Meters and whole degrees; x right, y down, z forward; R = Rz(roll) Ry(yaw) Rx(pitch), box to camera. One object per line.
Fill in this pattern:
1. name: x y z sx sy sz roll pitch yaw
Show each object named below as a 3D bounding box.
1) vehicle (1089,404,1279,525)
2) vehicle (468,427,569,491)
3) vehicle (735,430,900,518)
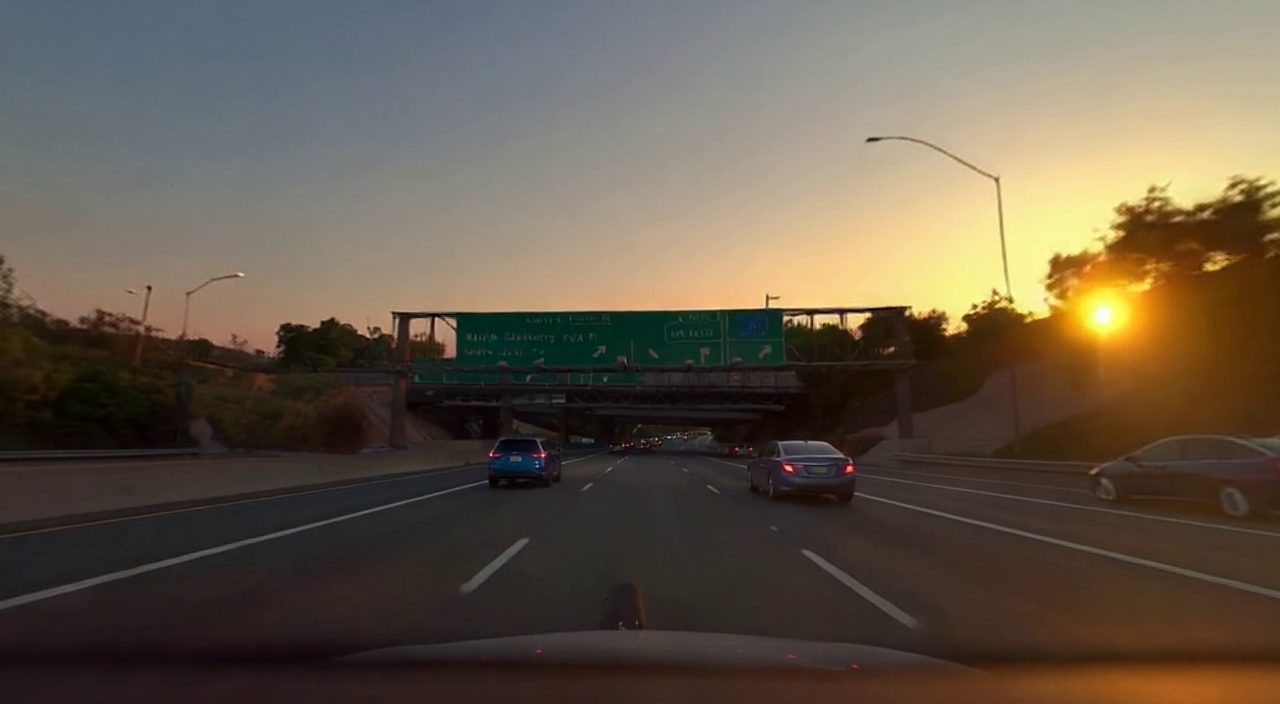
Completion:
1. vehicle: 11.110 1.937 11.052 2.223 1.865 5.704 0 -8 -1
2. vehicle: -3.618 3.312 19.785 2.193 1.746 4.512 0 -8 1
3. vehicle: 3.559 2.547 13.814 2.107 1.550 4.949 0 -8 -1
